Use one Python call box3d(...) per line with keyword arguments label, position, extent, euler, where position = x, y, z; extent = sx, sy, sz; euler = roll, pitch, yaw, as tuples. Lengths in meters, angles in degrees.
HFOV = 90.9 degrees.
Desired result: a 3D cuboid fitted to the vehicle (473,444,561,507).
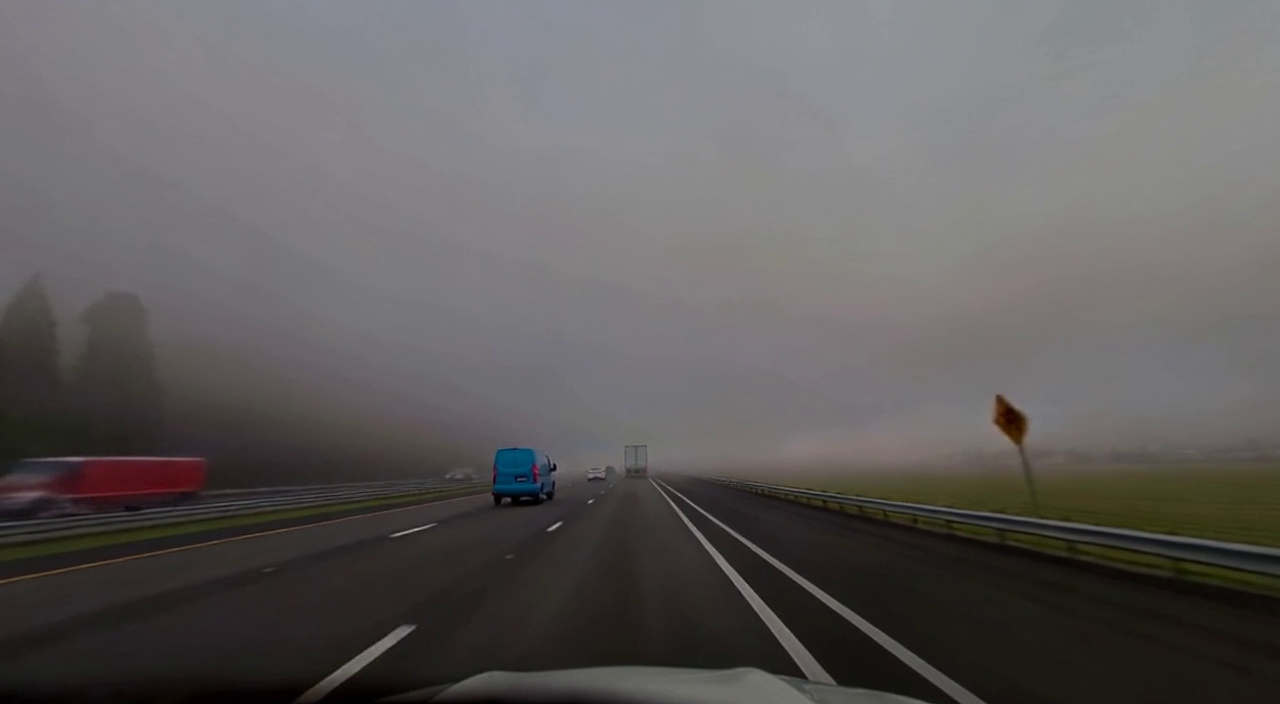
box3d(label="vehicle", position=(-4.239, 4.402, 22.607), extent=(2.208, 1.973, 4.716), euler=(1, -10, 0))
